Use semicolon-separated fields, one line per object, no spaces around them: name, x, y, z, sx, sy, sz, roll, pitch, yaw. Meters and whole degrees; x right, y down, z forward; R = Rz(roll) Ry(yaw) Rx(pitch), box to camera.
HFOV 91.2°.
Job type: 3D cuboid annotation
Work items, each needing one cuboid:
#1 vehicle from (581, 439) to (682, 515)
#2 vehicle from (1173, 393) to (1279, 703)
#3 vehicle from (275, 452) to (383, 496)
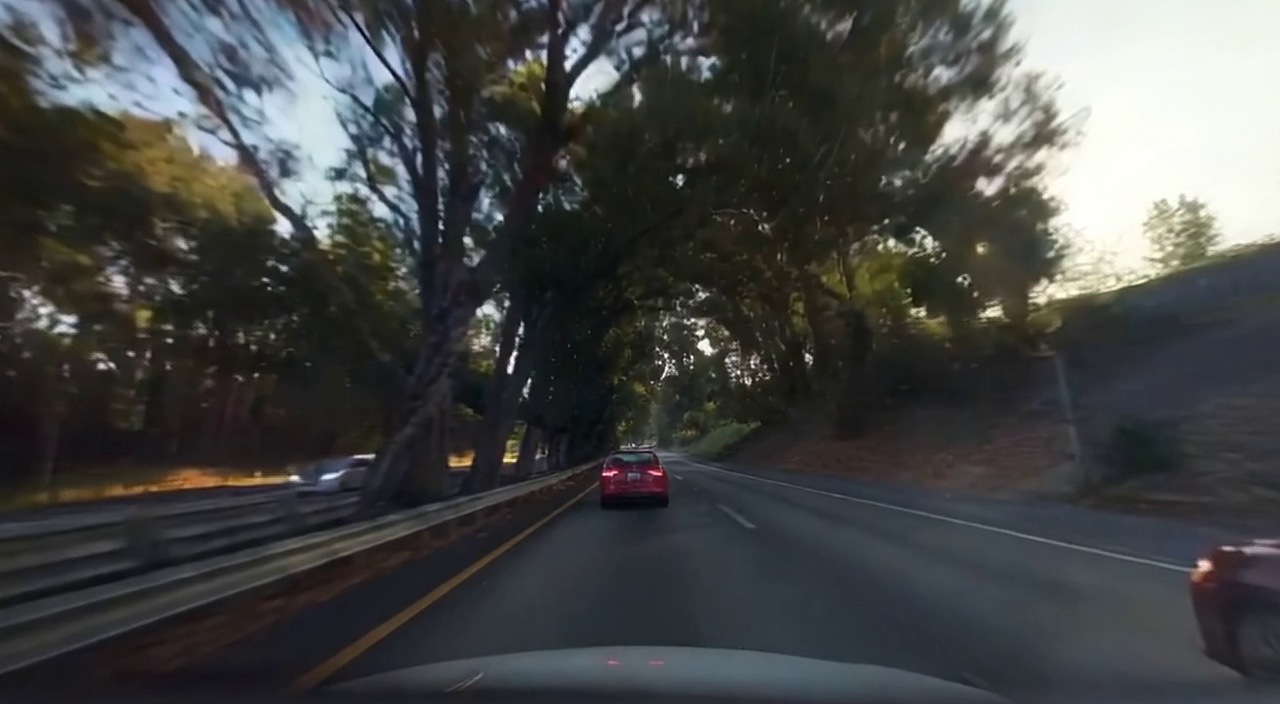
vehicle;-0.171;2.908;15.089;2.083;1.548;4.251;-1;-9;0
vehicle;3.816;0.705;1.146;2.021;1.533;4.014;0;-9;-2
vehicle;-12.667;4.961;25.884;1.919;1.566;4.476;-1;-9;4
